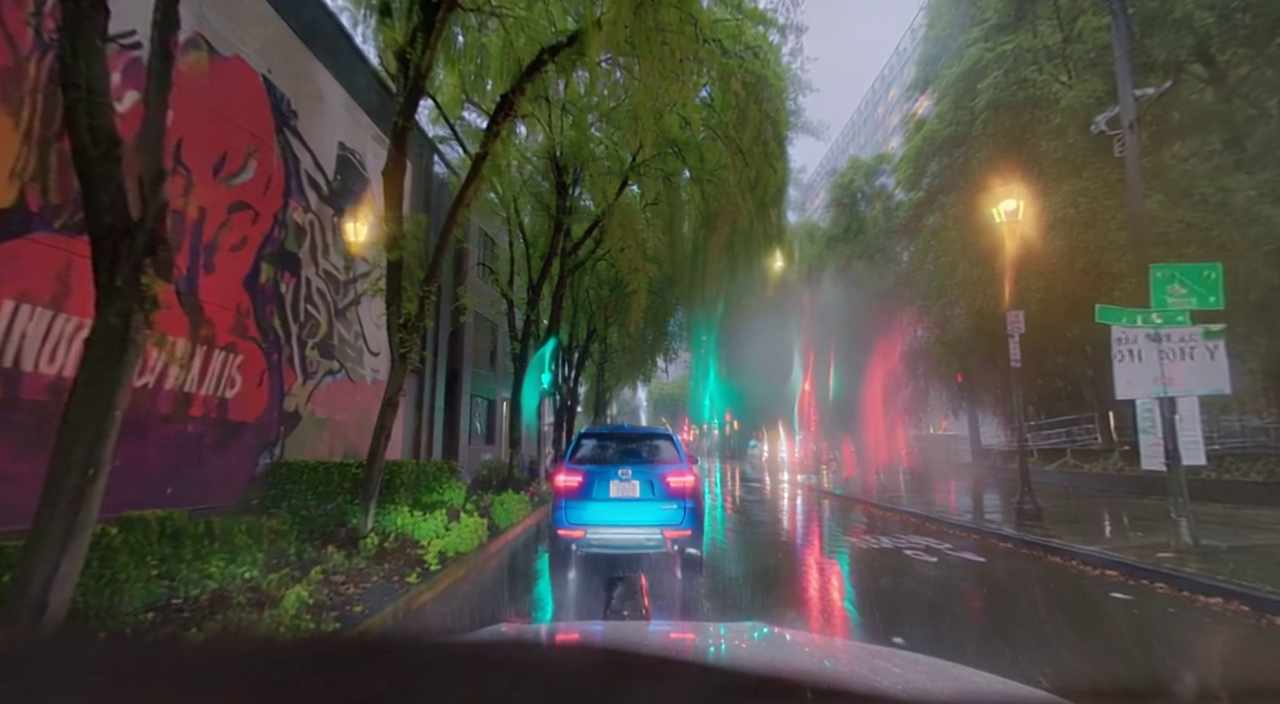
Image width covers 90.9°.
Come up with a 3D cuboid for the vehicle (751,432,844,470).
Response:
[{"bbox_3d":[9.464,5.877,37.623,5.513,2.063,2.448,6,-11,-37],"label":"vehicle"}]

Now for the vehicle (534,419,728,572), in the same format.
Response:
[{"bbox_3d":[-0.113,1.831,8.777,2.079,1.621,3.861,0,-8,0],"label":"vehicle"}]
